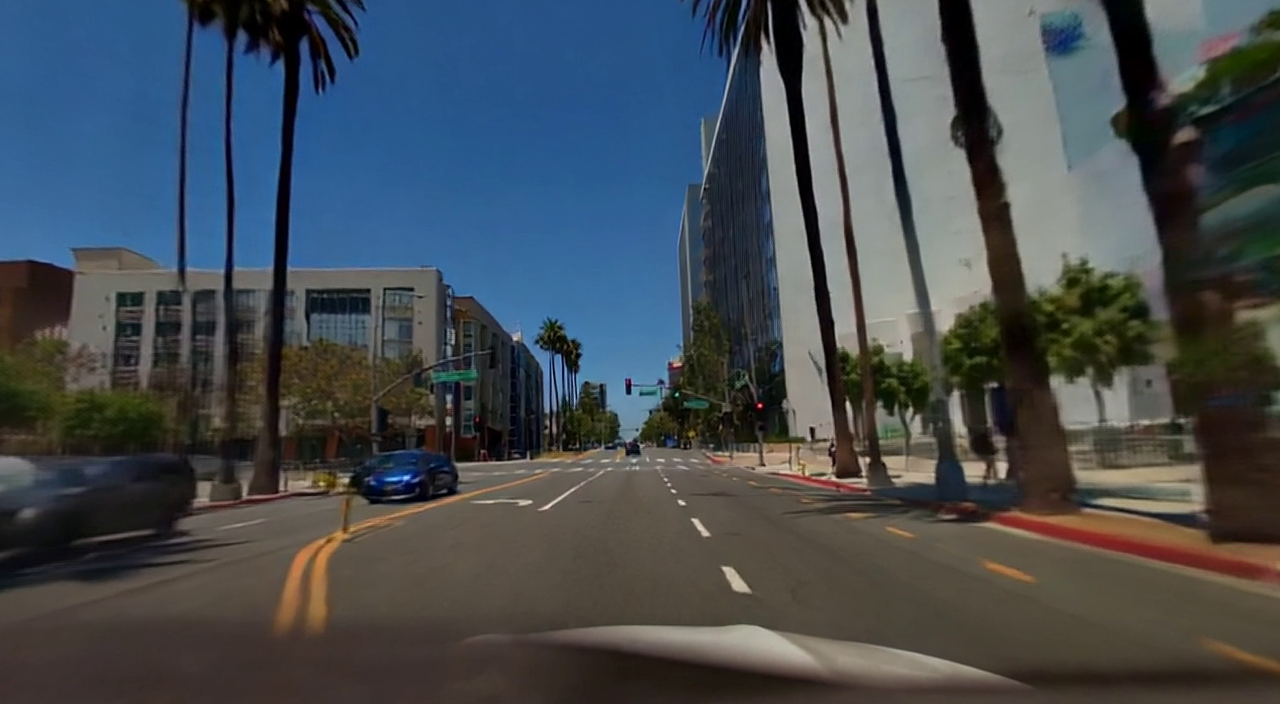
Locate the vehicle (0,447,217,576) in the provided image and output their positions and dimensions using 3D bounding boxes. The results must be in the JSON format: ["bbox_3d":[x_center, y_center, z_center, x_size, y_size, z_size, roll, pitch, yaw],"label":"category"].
[{"bbox_3d":[-9.659,2.489,10.687,1.940,1.726,4.395,-1,-8,0],"label":"vehicle"}]

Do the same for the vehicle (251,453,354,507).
[{"bbox_3d":[-13.296,5.001,25.182,1.913,1.694,4.462,-5,-8,-4],"label":"vehicle"}]

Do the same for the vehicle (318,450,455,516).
[{"bbox_3d":[-6.499,3.367,16.807,1.868,1.467,4.267,-1,-8,0],"label":"vehicle"}]
